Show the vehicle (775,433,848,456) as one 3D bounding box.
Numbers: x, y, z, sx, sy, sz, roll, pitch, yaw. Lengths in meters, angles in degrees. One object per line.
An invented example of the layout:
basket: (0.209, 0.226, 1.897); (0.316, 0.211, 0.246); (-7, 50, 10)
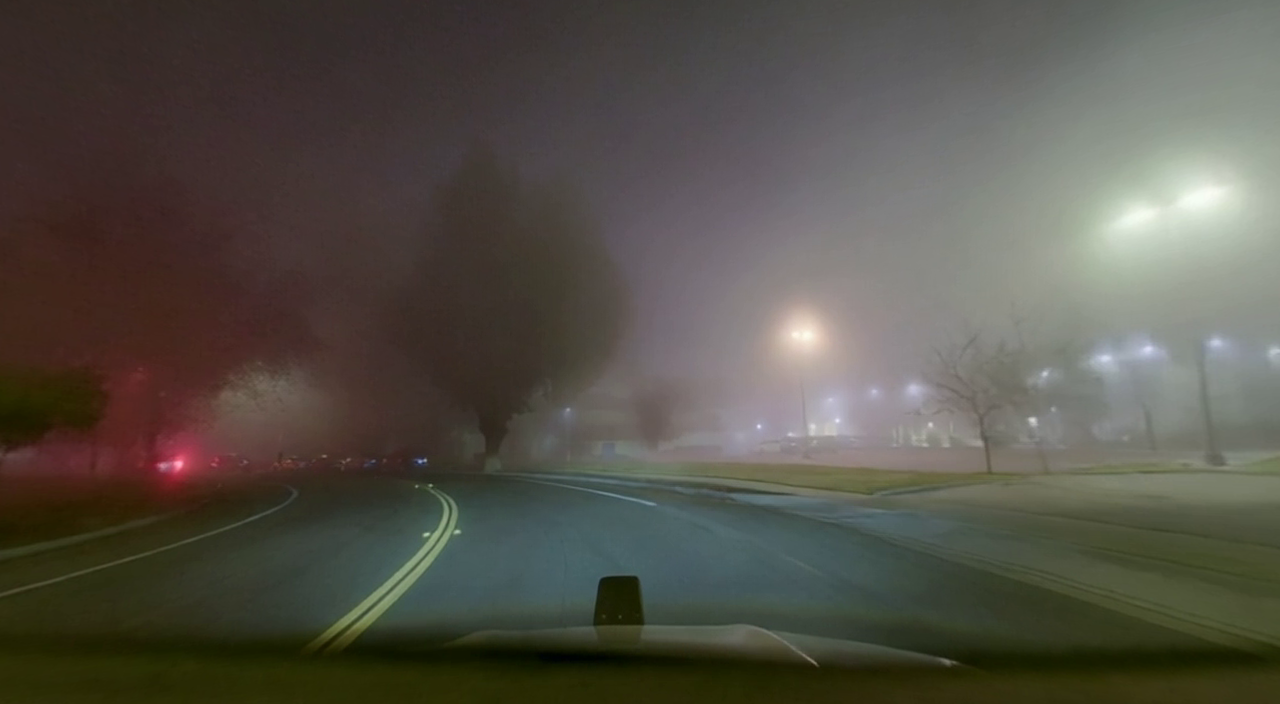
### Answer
vehicle: (11.233, 6.117, 41.603); (4.462, 1.474, 1.765); (-2, -9, 9)

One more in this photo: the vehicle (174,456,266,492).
vehicle: (-20.766, 5.884, 31.031); (2.772, 1.161, 7.241); (3, -8, -41)

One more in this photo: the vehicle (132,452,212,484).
vehicle: (-28.098, 6.891, 37.884); (4.946, 1.537, 2.206); (-4, -7, 34)
